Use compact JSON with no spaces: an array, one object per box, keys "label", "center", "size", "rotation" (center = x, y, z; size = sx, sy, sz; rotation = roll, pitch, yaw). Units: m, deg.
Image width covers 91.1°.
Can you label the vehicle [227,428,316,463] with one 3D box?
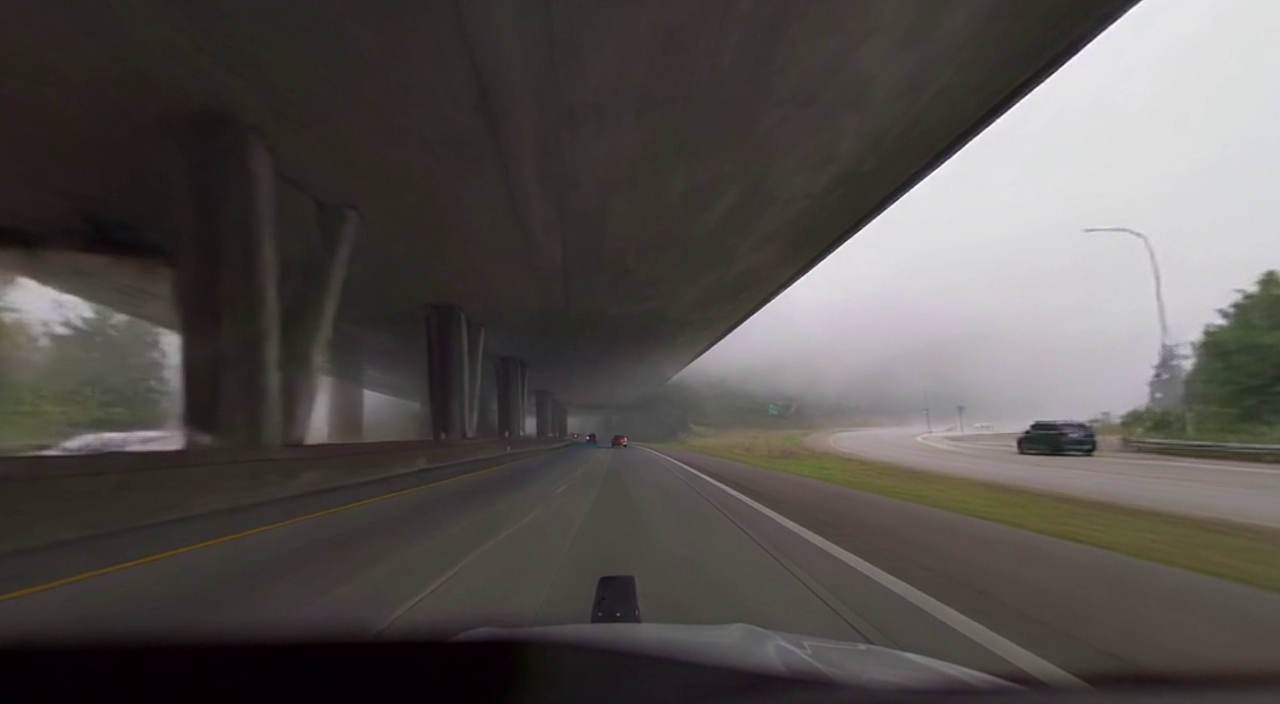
[{"label":"vehicle","center":[-16.845,4.288,28.992],"size":[1.776,1.476,4.034],"rotation":[0,-8,-2]}]
